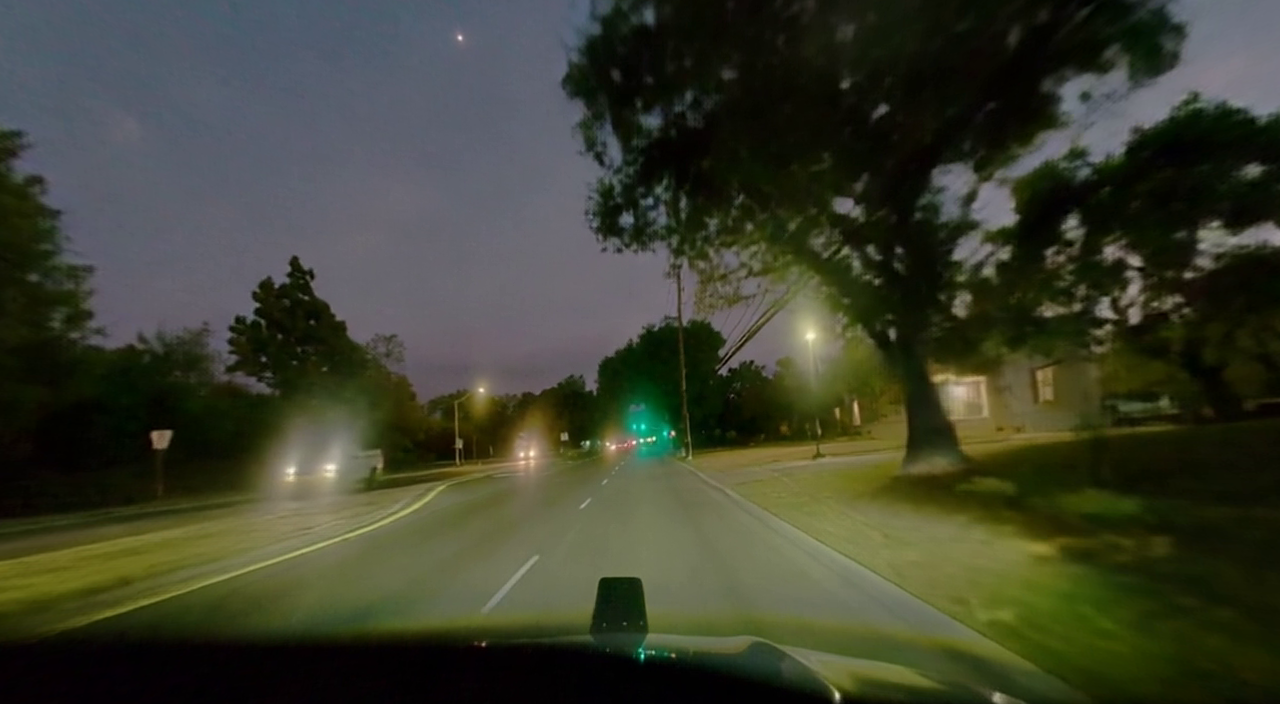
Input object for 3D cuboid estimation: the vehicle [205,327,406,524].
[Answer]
[{"bbox_3d":[-6.957,1.586,13.659,2.365,3.642,3.374,-3,-7,2],"label":"vehicle"}]
